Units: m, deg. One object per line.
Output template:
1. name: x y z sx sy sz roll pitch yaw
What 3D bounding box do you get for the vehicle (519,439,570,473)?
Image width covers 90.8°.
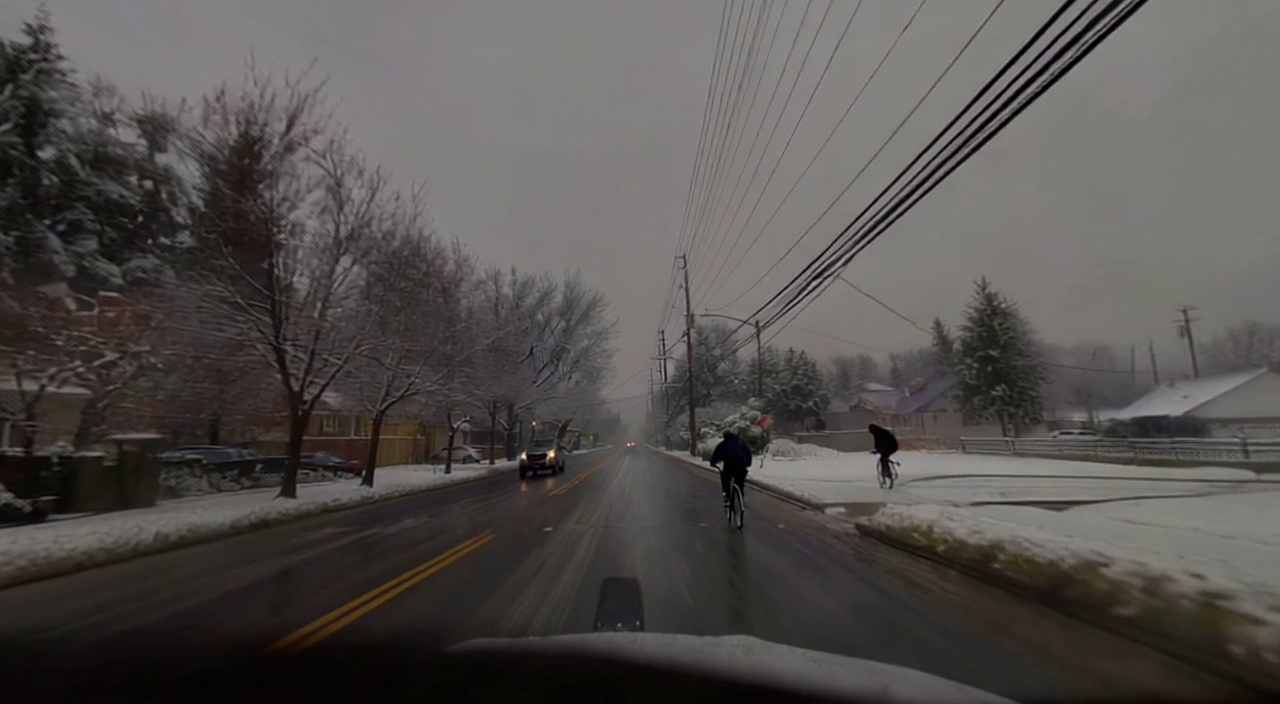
1. vehicle: -5.247 5.811 35.377 2.073 1.761 4.589 0 -8 1
